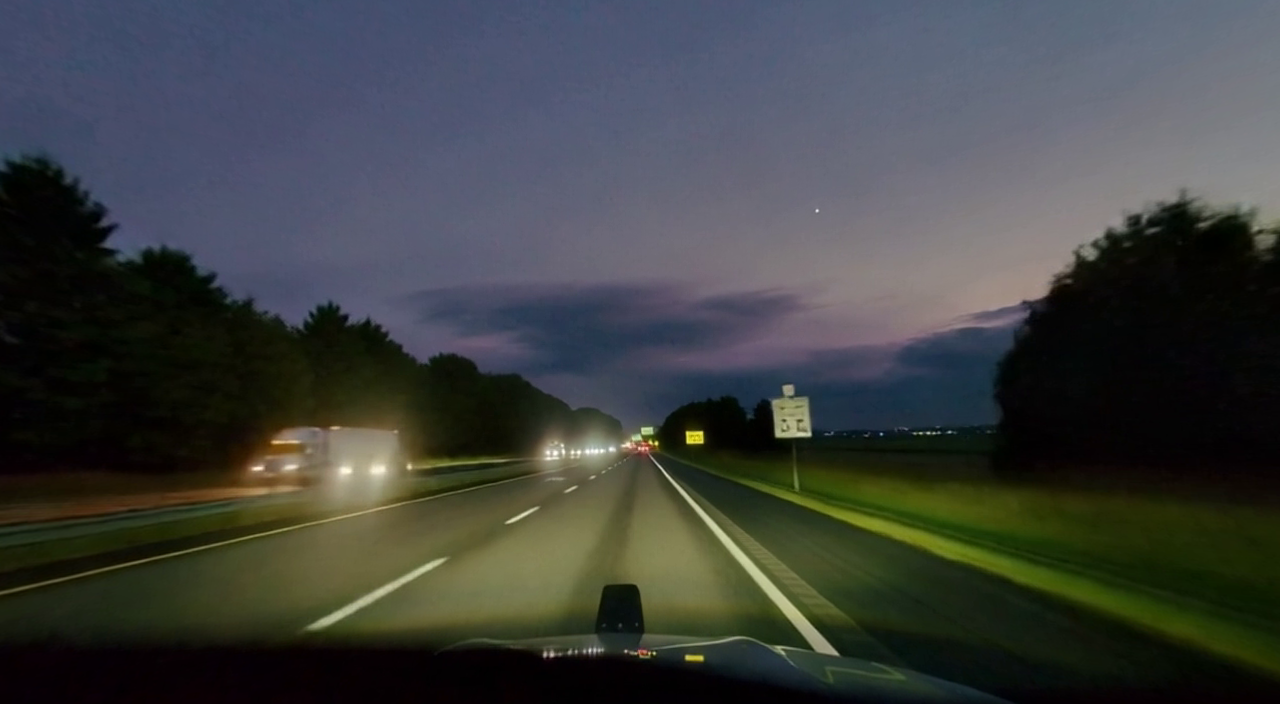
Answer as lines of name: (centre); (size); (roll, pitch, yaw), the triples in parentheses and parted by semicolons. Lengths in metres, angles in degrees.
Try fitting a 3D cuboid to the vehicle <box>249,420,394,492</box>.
vehicle: (-16.478, 5.526, 33.657); (2.906, 3.286, 8.867); (0, -9, 1)
